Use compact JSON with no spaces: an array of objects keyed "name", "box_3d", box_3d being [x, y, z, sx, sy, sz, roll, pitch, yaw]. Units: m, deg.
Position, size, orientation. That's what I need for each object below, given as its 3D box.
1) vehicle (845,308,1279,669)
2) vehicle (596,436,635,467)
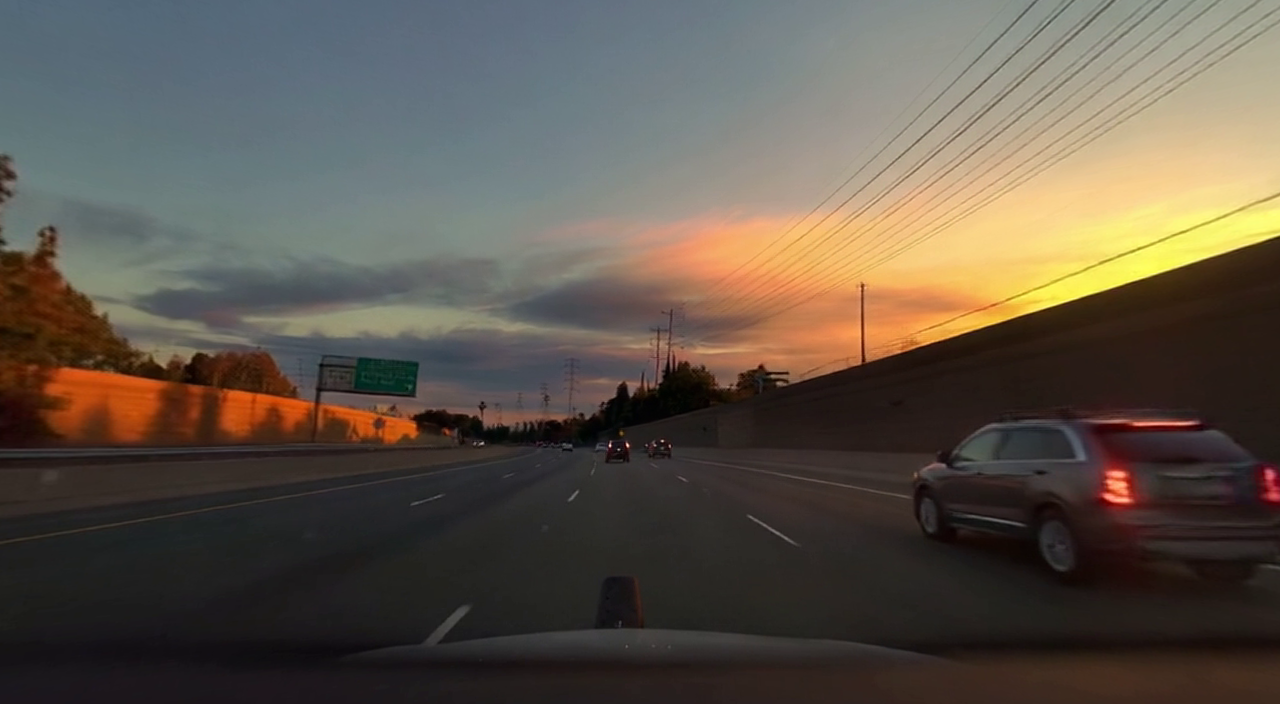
[{"name":"vehicle","box_3d":[4.446,1.170,6.609,2.504,2.033,5.979,0,-8,-1]},{"name":"vehicle","box_3d":[-1.518,5.913,37.645,2.188,1.714,3.921,0,-8,-4]}]
